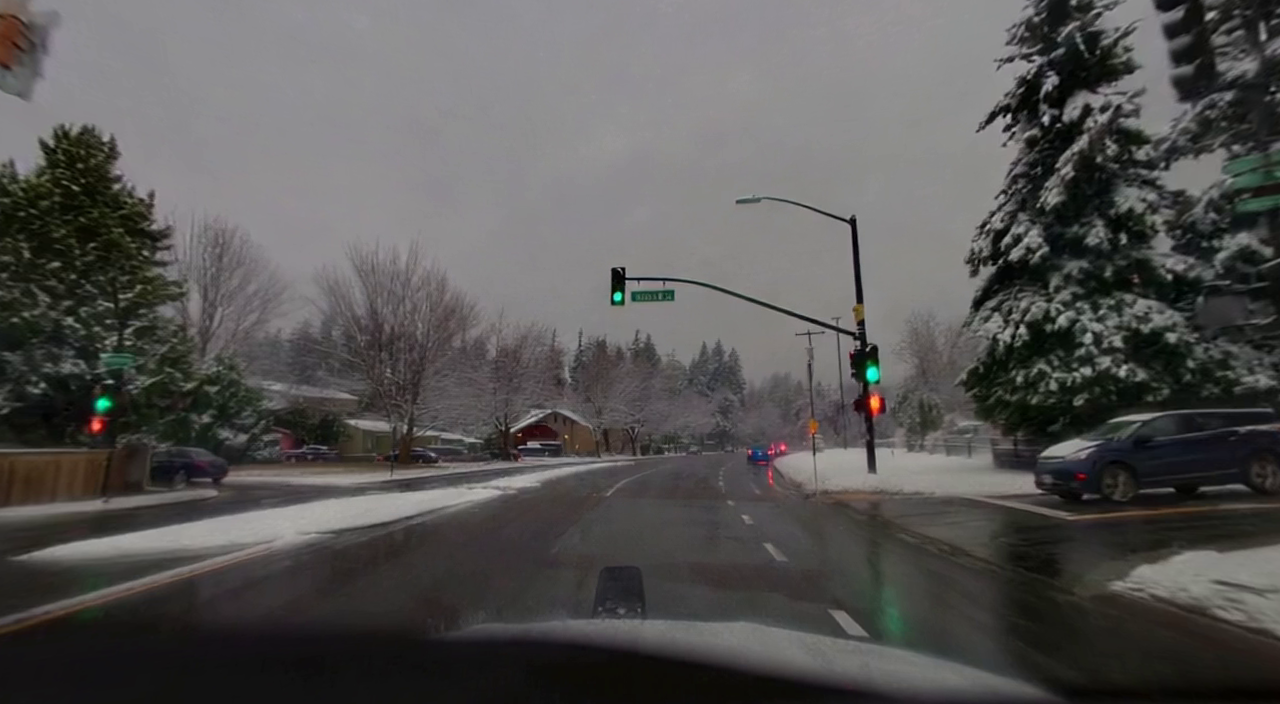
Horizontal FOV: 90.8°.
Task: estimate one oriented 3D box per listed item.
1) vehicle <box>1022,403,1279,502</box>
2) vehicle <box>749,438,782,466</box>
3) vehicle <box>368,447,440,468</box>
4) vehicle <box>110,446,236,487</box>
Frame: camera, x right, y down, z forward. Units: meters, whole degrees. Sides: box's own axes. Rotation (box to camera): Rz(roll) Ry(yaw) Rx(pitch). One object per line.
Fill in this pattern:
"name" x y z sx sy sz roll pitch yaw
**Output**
"vehicle" 10.491 1.939 12.263 4.833 1.742 1.946 0 -8 1
"vehicle" 8.361 6.607 41.833 1.989 1.782 4.351 -2 -9 13
"vehicle" -17.503 7.837 46.979 4.658 1.482 1.879 -2 -9 12
"vehicle" -19.824 4.837 26.897 4.028 1.610 1.881 -1 -9 8
